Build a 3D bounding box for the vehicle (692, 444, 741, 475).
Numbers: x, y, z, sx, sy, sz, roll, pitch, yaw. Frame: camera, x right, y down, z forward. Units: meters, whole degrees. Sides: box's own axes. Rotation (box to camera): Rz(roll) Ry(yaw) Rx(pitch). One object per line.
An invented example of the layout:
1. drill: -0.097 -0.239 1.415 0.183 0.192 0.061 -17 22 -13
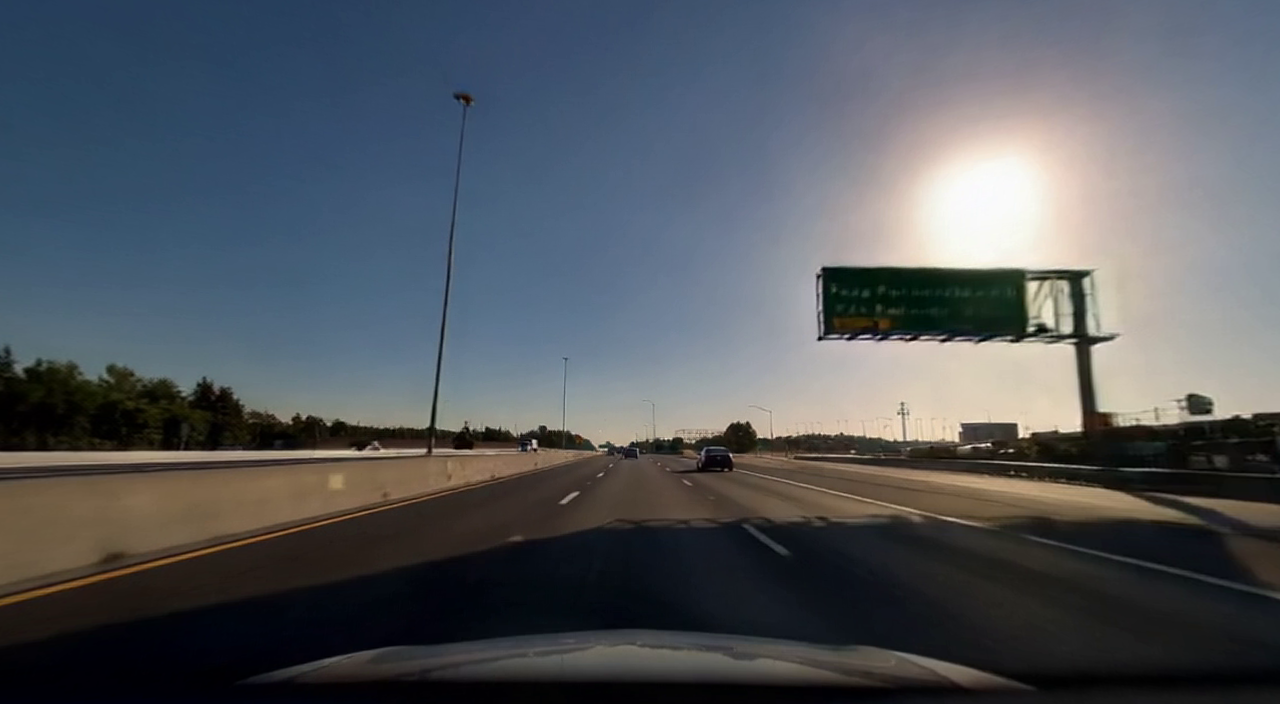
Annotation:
1. vehicle: 4.034 5.737 33.664 1.984 1.540 3.973 0 -9 -2
